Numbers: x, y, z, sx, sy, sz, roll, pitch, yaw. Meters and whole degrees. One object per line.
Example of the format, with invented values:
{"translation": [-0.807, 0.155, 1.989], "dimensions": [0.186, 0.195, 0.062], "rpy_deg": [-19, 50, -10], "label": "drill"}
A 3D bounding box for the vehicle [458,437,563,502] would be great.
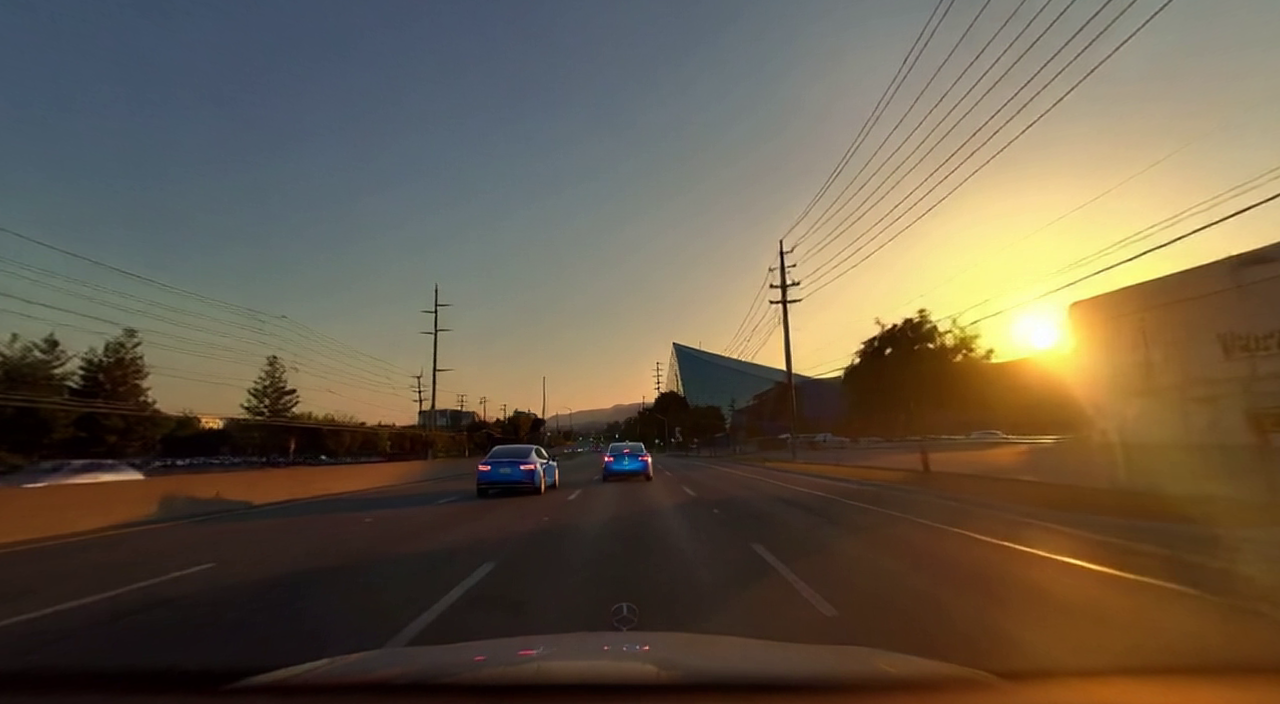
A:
{"translation": [-3.559, 3.326, 18.365], "dimensions": [1.985, 1.607, 4.892], "rpy_deg": [0, -8, 1], "label": "vehicle"}

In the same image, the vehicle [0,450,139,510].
{"translation": [-19.299, 4.070, 20.677], "dimensions": [2.040, 1.696, 4.591], "rpy_deg": [0, -8, 0], "label": "vehicle"}

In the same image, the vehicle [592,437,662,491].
{"translation": [-0.418, 3.783, 21.726], "dimensions": [2.189, 1.652, 4.135], "rpy_deg": [0, -8, 0], "label": "vehicle"}
